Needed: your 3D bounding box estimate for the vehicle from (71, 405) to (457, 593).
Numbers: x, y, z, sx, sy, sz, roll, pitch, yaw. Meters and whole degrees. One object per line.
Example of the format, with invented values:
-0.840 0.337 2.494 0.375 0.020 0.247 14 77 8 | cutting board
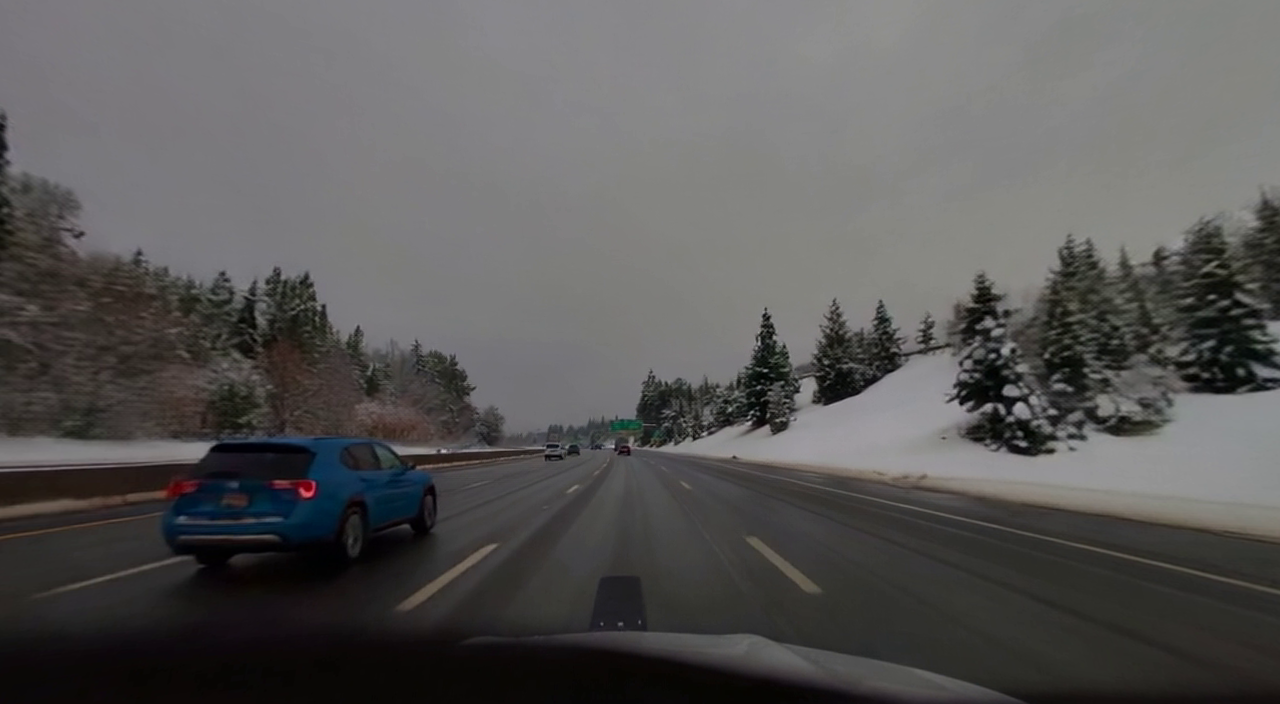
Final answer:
-4.137 1.687 8.156 2.162 1.724 4.537 0 -8 0 | vehicle
